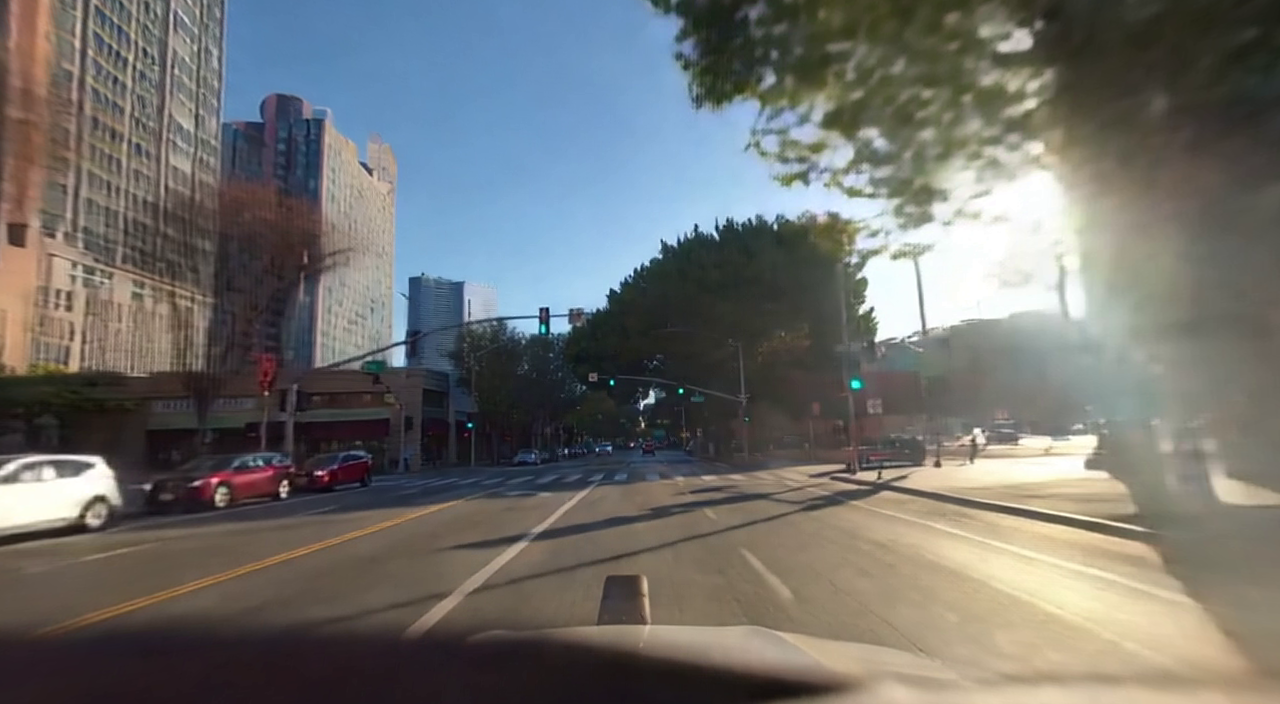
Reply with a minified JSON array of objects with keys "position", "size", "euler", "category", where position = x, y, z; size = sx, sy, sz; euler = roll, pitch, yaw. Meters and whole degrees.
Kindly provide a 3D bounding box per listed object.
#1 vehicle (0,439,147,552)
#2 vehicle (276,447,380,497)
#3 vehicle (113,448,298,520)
[{"position":[-12.280,2.566,11.343],"size":[2.126,1.963,5.547],"euler":[0,-8,1],"category":"vehicle"},{"position":[-11.990,4.598,24.461],"size":[1.956,1.624,4.186],"euler":[-3,-8,0],"category":"vehicle"},{"position":[-12.078,3.641,17.927],"size":[1.898,1.724,4.445],"euler":[0,-8,3],"category":"vehicle"}]
